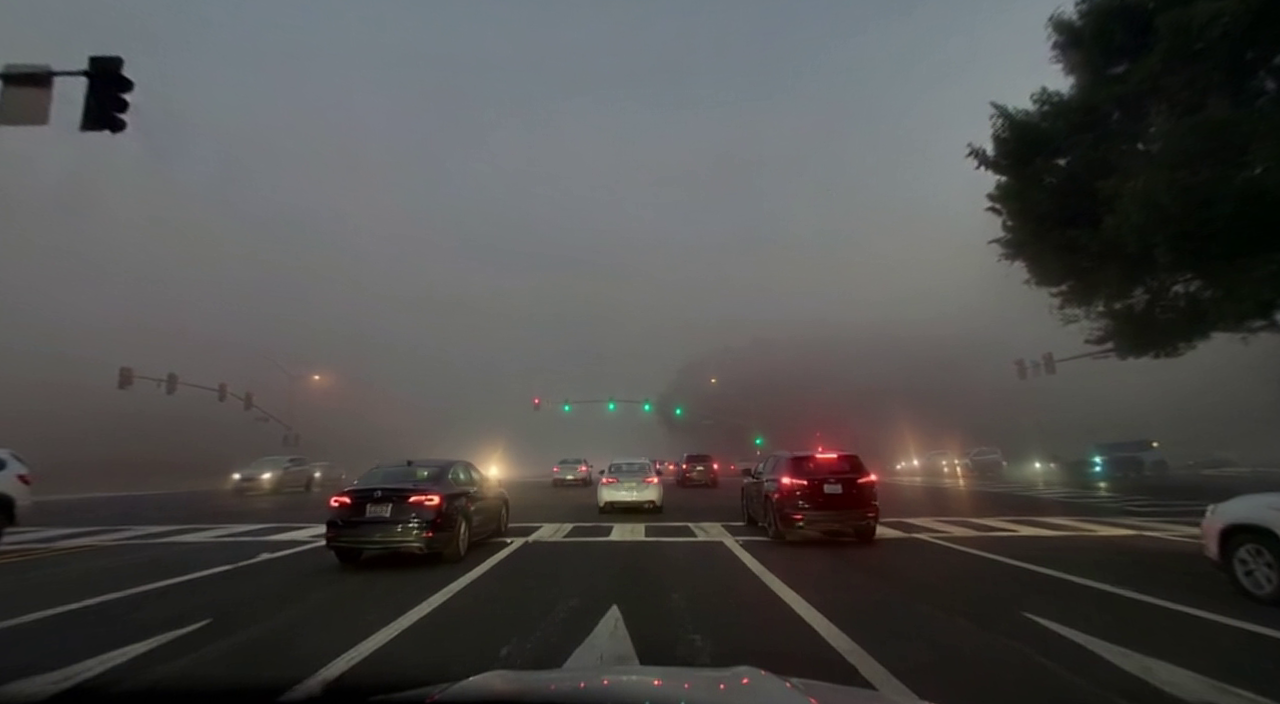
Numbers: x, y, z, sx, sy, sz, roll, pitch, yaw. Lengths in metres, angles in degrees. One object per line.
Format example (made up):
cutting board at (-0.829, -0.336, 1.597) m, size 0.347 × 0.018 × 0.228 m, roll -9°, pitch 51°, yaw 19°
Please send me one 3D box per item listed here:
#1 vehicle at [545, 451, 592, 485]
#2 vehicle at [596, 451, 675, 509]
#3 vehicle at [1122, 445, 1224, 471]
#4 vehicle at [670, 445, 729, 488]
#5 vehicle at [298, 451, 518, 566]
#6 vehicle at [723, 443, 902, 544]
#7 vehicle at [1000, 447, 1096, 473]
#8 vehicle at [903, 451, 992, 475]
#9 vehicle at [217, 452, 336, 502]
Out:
vehicle at (-3.817, 6.267, 34.449) m, size 2.033 × 1.714 × 4.278 m, roll 0°, pitch -8°, yaw 0°
vehicle at (-0.170, 3.714, 18.742) m, size 2.098 × 1.461 × 3.958 m, roll 0°, pitch -8°, yaw -1°
vehicle at (31.055, 6.148, 36.896) m, size 4.357 × 1.444 × 1.783 m, roll 0°, pitch -8°, yaw -2°
vehicle at (2.628, 5.179, 29.062) m, size 2.138 × 1.778 × 4.422 m, roll 0°, pitch -8°, yaw -2°
vehicle at (-3.501, 2.419, 10.638) m, size 2.045 × 1.463 × 4.490 m, roll 0°, pitch -8°, yaw 0°
vehicle at (3.044, 2.597, 12.480) m, size 1.996 × 1.566 × 4.917 m, roll 0°, pitch -8°, yaw -2°
vehicle at (23.691, 6.254, 36.747) m, size 4.255 × 1.465 × 1.936 m, roll 0°, pitch -9°, yaw -3°
vehicle at (19.319, 6.985, 39.835) m, size 4.620 × 1.446 × 1.950 m, roll 0°, pitch -8°, yaw -3°
vehicle at (-14.533, 4.966, 25.628) m, size 2.126 × 1.785 × 4.534 m, roll 0°, pitch -8°, yaw 0°
